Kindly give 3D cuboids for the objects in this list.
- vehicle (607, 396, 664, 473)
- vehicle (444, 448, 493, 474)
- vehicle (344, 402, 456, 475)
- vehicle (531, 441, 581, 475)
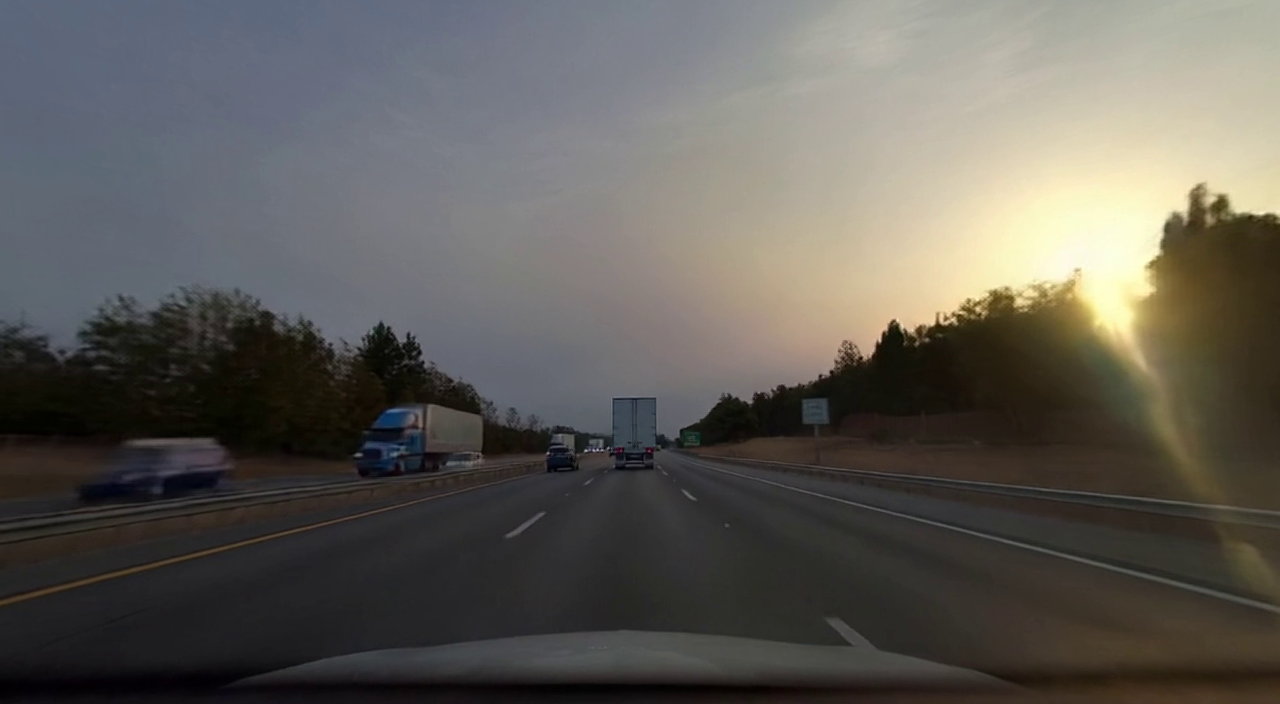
[{"bbox_3d":[-0.301,5.282,39.300,3.100,4.091,10.664,0,-9,-1],"label":"vehicle"},{"bbox_3d":[-10.532,6.723,38.777,1.880,1.491,3.942,0,-9,1],"label":"vehicle"},{"bbox_3d":[-15.130,5.727,40.781,3.032,4.087,10.407,0,-9,1],"label":"vehicle"},{"bbox_3d":[-4.389,5.608,33.297,2.112,1.645,4.129,0,-9,0],"label":"vehicle"}]
